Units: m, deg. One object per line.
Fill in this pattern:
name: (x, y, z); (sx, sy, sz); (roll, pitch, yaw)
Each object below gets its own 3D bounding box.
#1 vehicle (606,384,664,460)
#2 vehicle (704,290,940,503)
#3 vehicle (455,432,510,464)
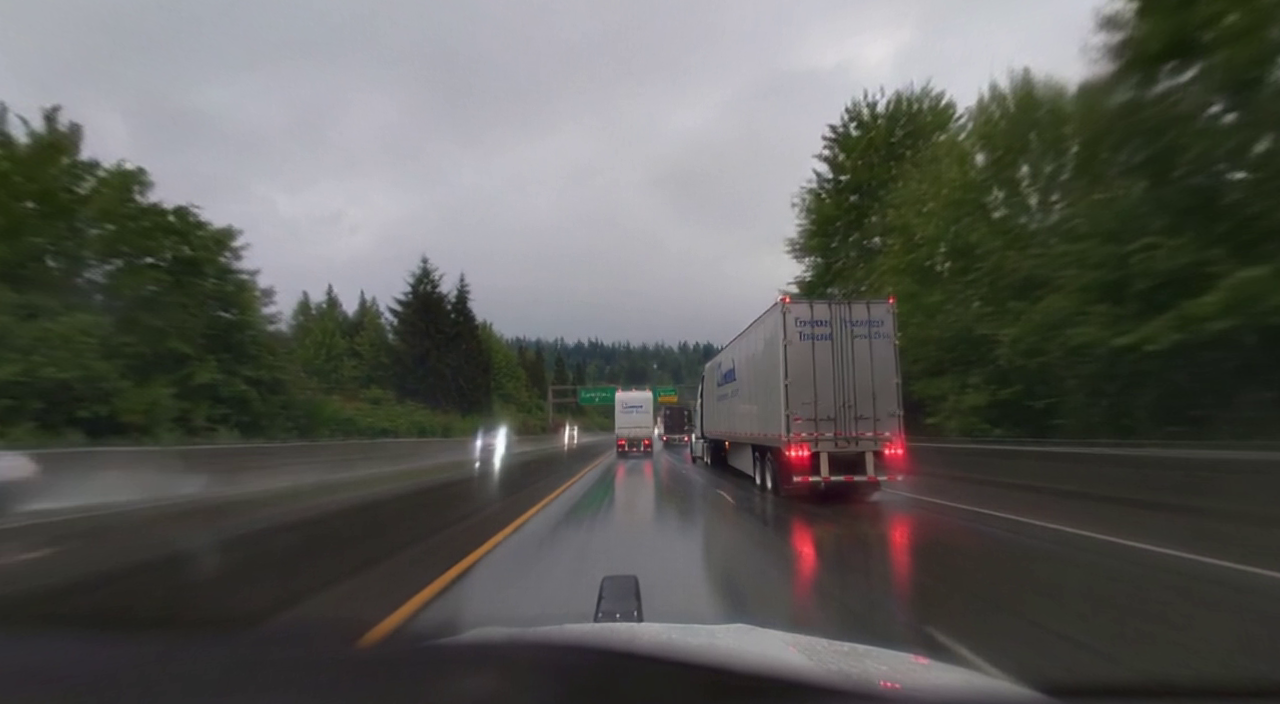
vehicle: (-0.319, 4.281, 37.572); (2.958, 3.917, 10.196); (0, -8, -1)
vehicle: (4.221, 1.797, 19.429); (2.856, 4.145, 14.500); (0, -8, 0)
vehicle: (-9.032, 5.506, 36.511); (1.997, 1.712, 4.498); (0, -8, 0)
